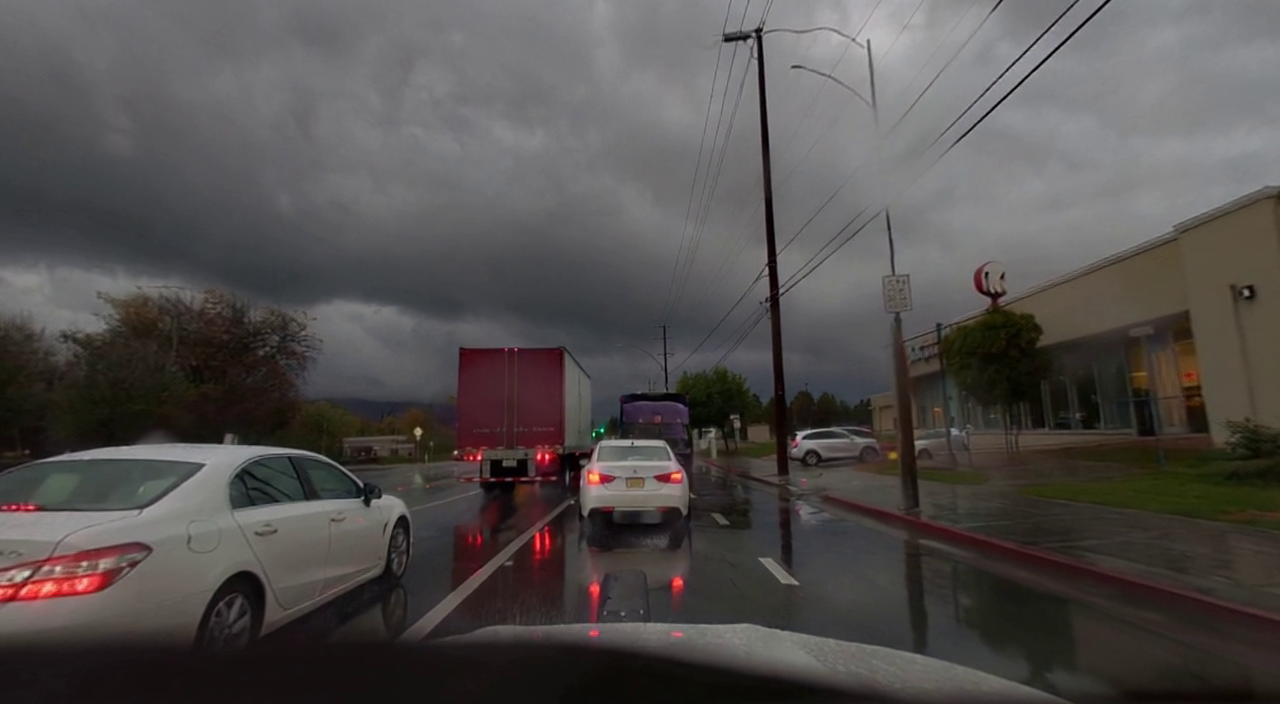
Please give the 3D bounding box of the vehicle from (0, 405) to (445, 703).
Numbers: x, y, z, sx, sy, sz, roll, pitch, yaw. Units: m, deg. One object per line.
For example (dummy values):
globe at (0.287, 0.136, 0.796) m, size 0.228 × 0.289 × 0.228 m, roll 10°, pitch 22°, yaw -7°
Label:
vehicle at (-3.052, 1.236, 4.375) m, size 1.969 × 1.471 × 4.378 m, roll 0°, pitch -8°, yaw 0°

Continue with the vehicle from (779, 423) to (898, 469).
vehicle at (8.812, 4.232, 28.341) m, size 2.061 × 1.845 × 4.829 m, roll 6°, pitch -10°, yaw -34°

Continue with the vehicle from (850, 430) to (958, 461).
vehicle at (13.255, 4.725, 31.750) m, size 4.574 × 1.478 × 1.880 m, roll 0°, pitch -8°, yaw 3°

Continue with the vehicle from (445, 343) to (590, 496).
vehicle at (-3.291, 2.169, 19.159) m, size 3.020 × 3.800 × 7.105 m, roll 0°, pitch -8°, yaw -1°

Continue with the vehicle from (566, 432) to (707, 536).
vehicle at (-0.088, 2.246, 11.331) m, size 2.067 × 1.506 × 4.118 m, roll 0°, pitch -8°, yaw -1°
